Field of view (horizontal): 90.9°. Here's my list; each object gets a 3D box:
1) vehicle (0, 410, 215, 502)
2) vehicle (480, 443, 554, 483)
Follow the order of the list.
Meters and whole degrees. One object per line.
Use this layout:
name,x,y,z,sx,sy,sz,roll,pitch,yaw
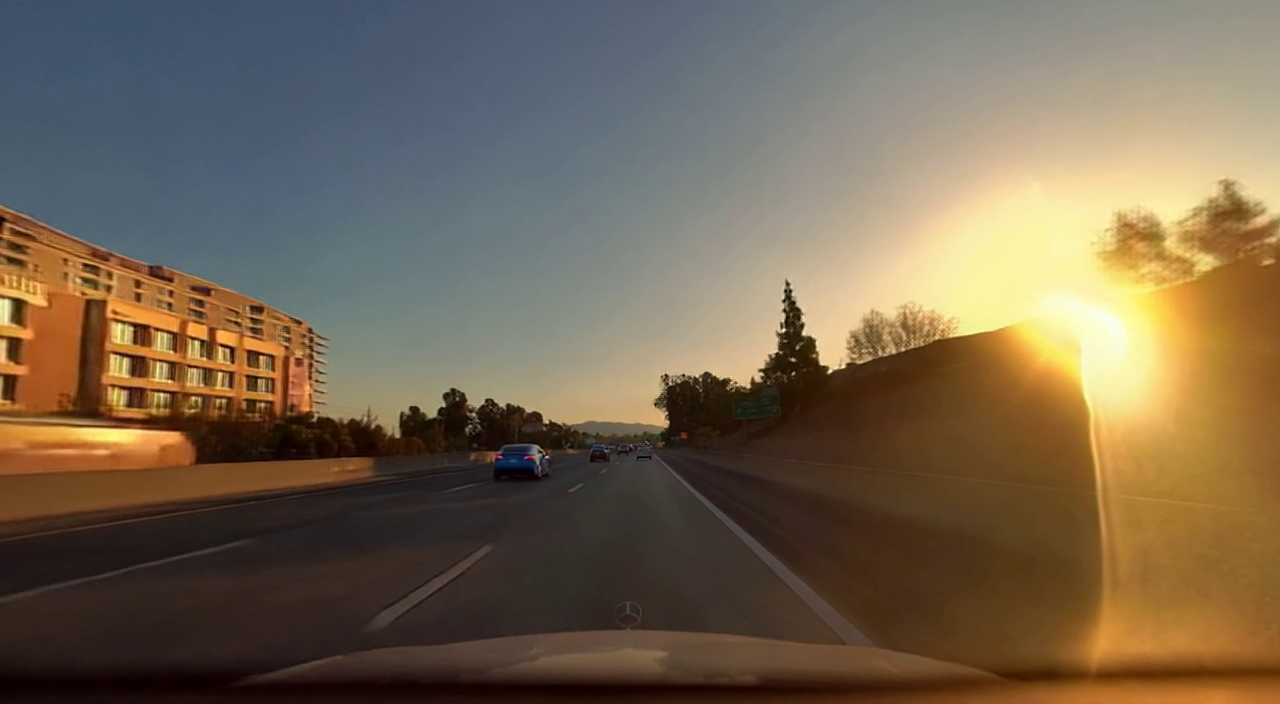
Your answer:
vehicle,-25.336,4.654,28.776,2.750,3.392,13.071,0,-8,0
vehicle,-4.891,4.454,25.734,2.083,1.471,4.350,0,-8,0
